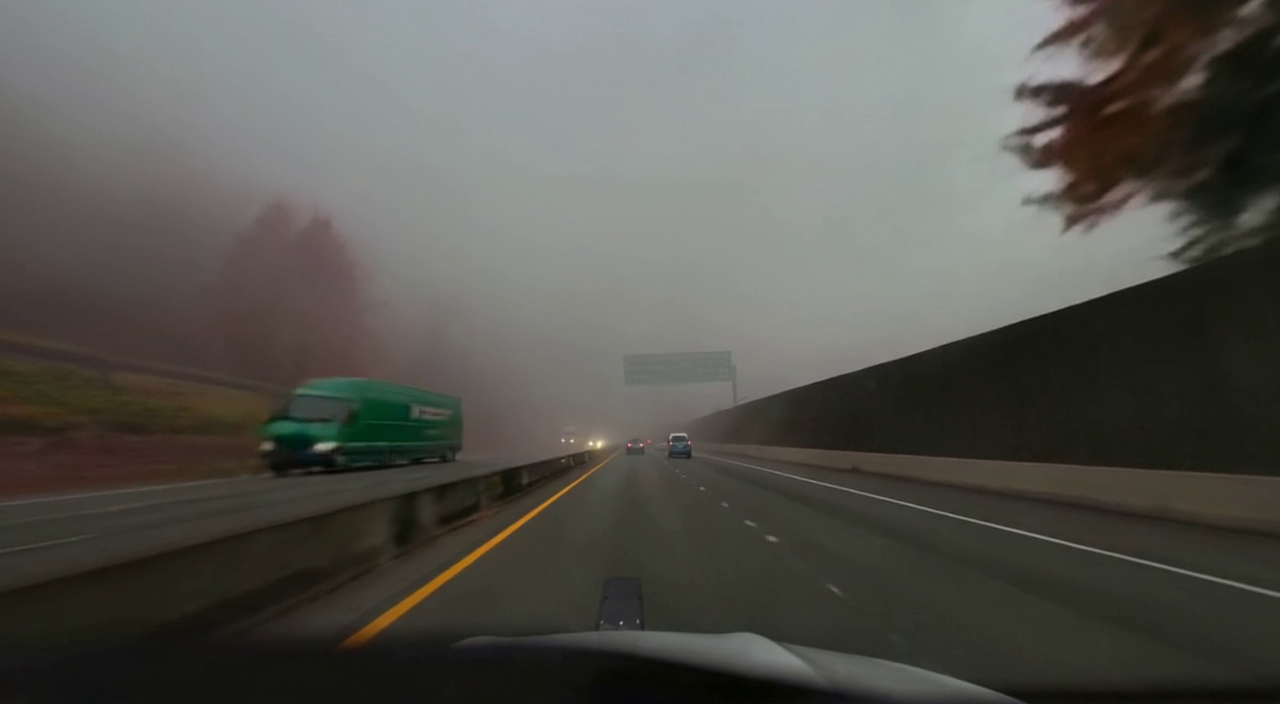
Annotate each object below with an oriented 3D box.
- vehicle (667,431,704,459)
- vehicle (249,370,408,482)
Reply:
[{"bbox_3d":[3.452,7.218,49.133,2.393,2.072,4.958,0,-8,-1],"label":"vehicle"},{"bbox_3d":[-12.282,3.059,25.699,2.942,3.946,6.482,0,-8,1],"label":"vehicle"}]
